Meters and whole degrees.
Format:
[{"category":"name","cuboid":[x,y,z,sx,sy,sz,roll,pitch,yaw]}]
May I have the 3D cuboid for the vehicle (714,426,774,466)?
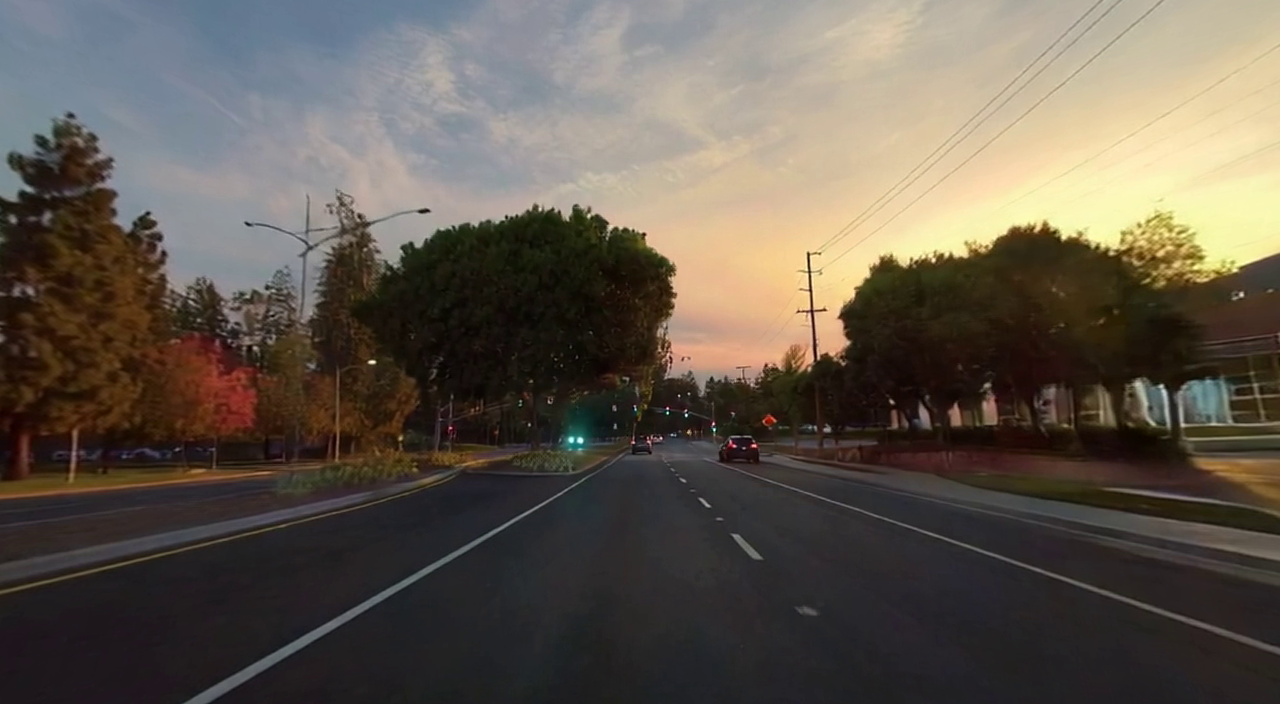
[{"category":"vehicle","cuboid":[5.748,5.305,35.726,2.476,2.016,5.586,0,-8,1]}]
